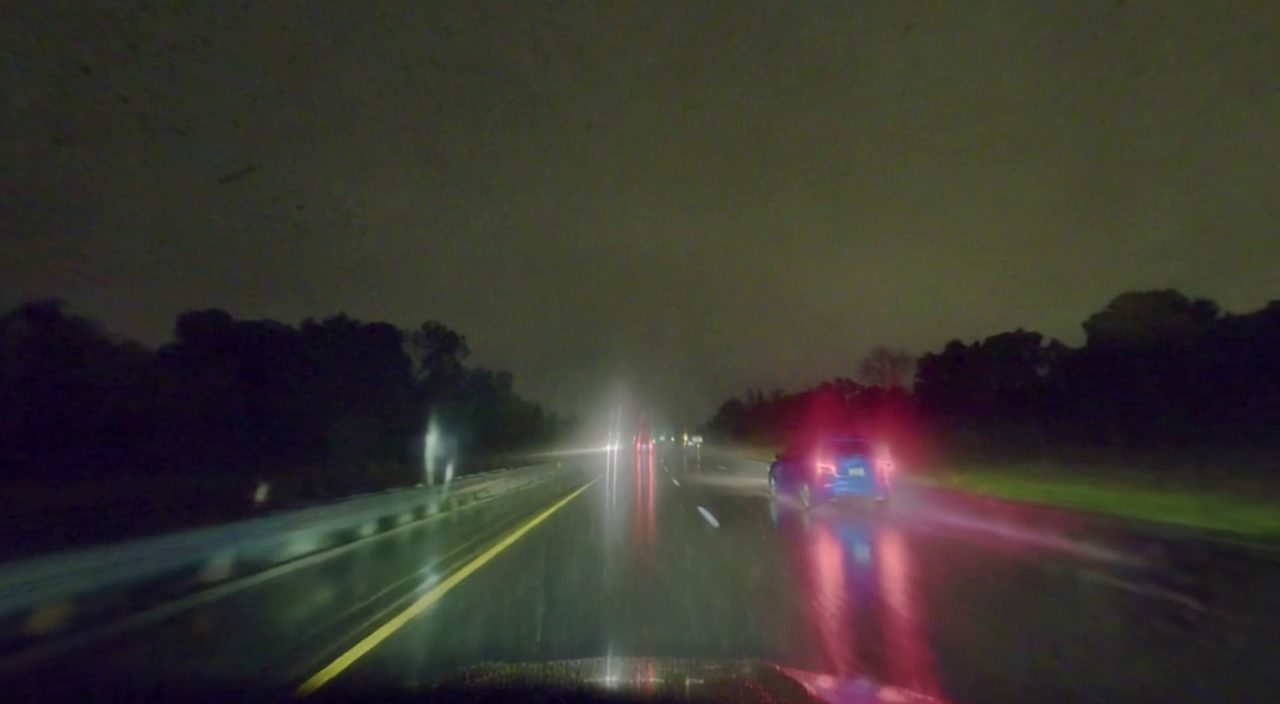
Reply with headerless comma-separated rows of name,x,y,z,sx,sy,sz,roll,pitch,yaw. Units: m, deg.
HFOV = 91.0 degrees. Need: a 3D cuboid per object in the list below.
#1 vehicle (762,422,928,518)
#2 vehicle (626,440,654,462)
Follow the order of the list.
vehicle,3.895,2.308,12.789,2.037,1.609,4.036,0,-8,1
vehicle,-0.001,7.451,47.589,2.009,1.554,4.013,0,-8,1
